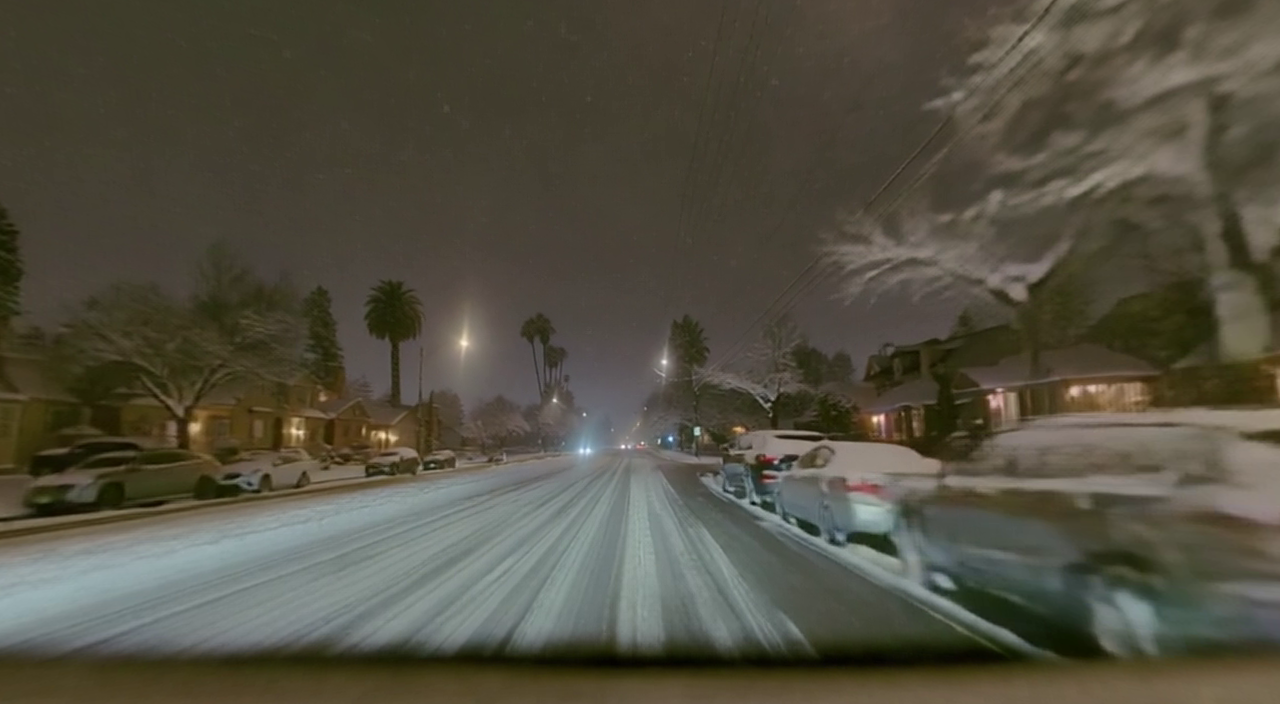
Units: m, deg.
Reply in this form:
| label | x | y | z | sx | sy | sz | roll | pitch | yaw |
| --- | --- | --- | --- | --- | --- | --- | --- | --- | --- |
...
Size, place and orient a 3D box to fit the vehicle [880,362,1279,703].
| label | x | y | z | sx | sy | sz | roll | pitch | yaw |
| --- | --- | --- | --- | --- | --- | --- | --- | --- | --- |
| vehicle | 3.679 | 1.186 | 4.559 | 2.010 | 1.696 | 4.613 | 0 | -9 | -1 |

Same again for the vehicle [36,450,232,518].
| label | x | y | z | sx | sy | sz | roll | pitch | yaw |
| --- | --- | --- | --- | --- | --- | --- | --- | --- | --- |
| vehicle | -13.761 | 3.559 | 17.628 | 1.970 | 1.525 | 4.420 | 0 | -7 | -3 |

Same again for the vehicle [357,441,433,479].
| label | x | y | z | sx | sy | sz | roll | pitch | yaw |
| --- | --- | --- | --- | --- | --- | --- | --- | --- | --- |
| vehicle | -14.145 | 6.240 | 36.923 | 2.245 | 1.904 | 5.805 | -1 | -7 | -2 |

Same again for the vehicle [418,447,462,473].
| label | x | y | z | sx | sy | sz | roll | pitch | yaw |
| --- | --- | --- | --- | --- | --- | --- | --- | --- | --- |
| vehicle | -14.397 | 7.760 | 45.707 | 1.890 | 1.568 | 4.444 | -2 | -7 | -2 |

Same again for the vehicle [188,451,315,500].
| label | x | y | z | sx | sy | sz | roll | pitch | yaw |
| --- | --- | --- | --- | --- | --- | --- | --- | --- | --- |
| vehicle | -13.891 | 4.394 | 22.924 | 1.916 | 1.459 | 4.222 | -1 | -8 | 0 |
